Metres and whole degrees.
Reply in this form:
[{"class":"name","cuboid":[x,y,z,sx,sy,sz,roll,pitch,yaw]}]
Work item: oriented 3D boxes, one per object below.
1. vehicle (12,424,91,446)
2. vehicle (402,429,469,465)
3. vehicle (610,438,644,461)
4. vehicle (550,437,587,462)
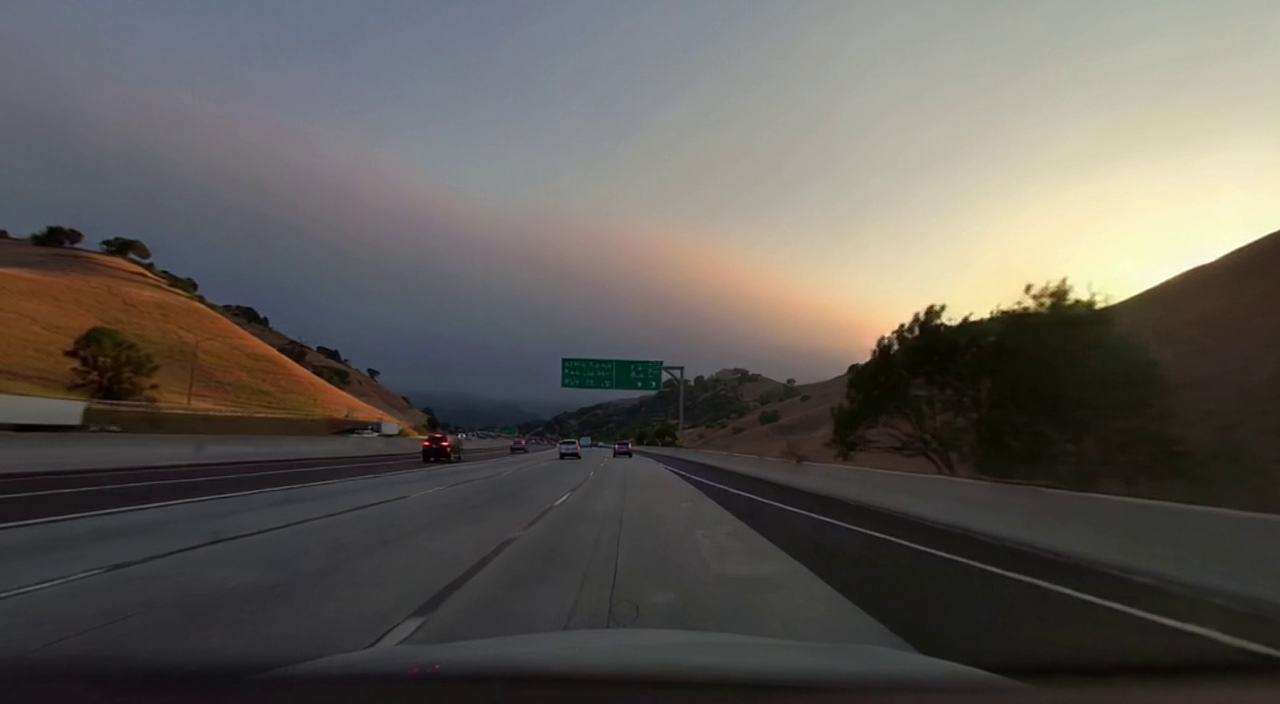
[{"class":"vehicle","cuboid":[-42.983,6.139,46.139,1.757,1.493,4.188,0,-9,-1]},{"class":"vehicle","cuboid":[-11.781,5.524,36.676,2.219,1.923,4.985,0,-8,0]},{"class":"vehicle","cuboid":[-0.991,7.282,47.082,2.421,1.594,4.248,0,-9,-2]},{"class":"vehicle","cuboid":[-4.762,6.589,42.600,2.060,1.631,4.214,0,-9,-1]}]
